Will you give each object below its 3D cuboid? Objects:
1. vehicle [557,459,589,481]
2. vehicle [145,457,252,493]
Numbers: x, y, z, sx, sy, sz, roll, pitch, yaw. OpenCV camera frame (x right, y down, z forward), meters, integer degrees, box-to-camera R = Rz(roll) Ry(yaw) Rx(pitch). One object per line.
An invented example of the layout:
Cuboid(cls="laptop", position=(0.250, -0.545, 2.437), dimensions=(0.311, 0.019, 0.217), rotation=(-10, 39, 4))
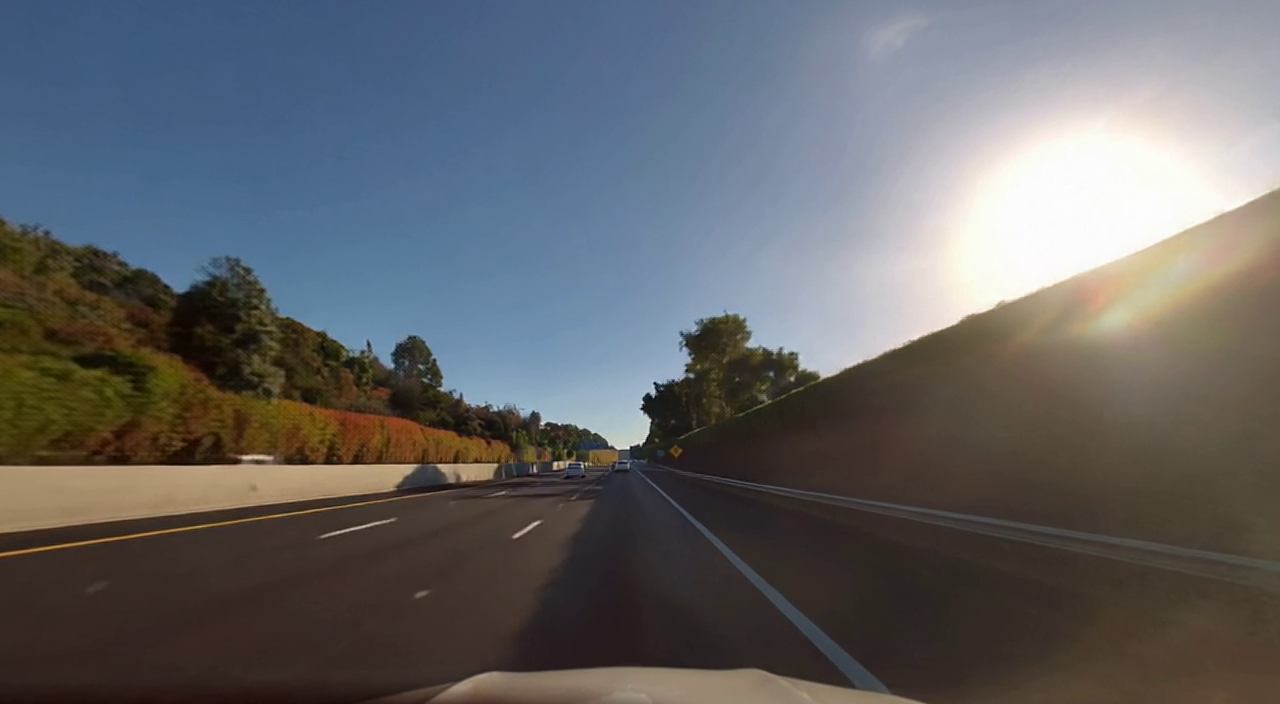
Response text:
Cuboid(cls="vehicle", position=(-5.096, 9.086, 48.482), dimensions=(2.039, 1.605, 4.365), rotation=(1, -11, 0))
Cuboid(cls="vehicle", position=(-19.796, 5.556, 28.493), dimensions=(1.813, 1.450, 4.096), rotation=(1, -11, 0))
